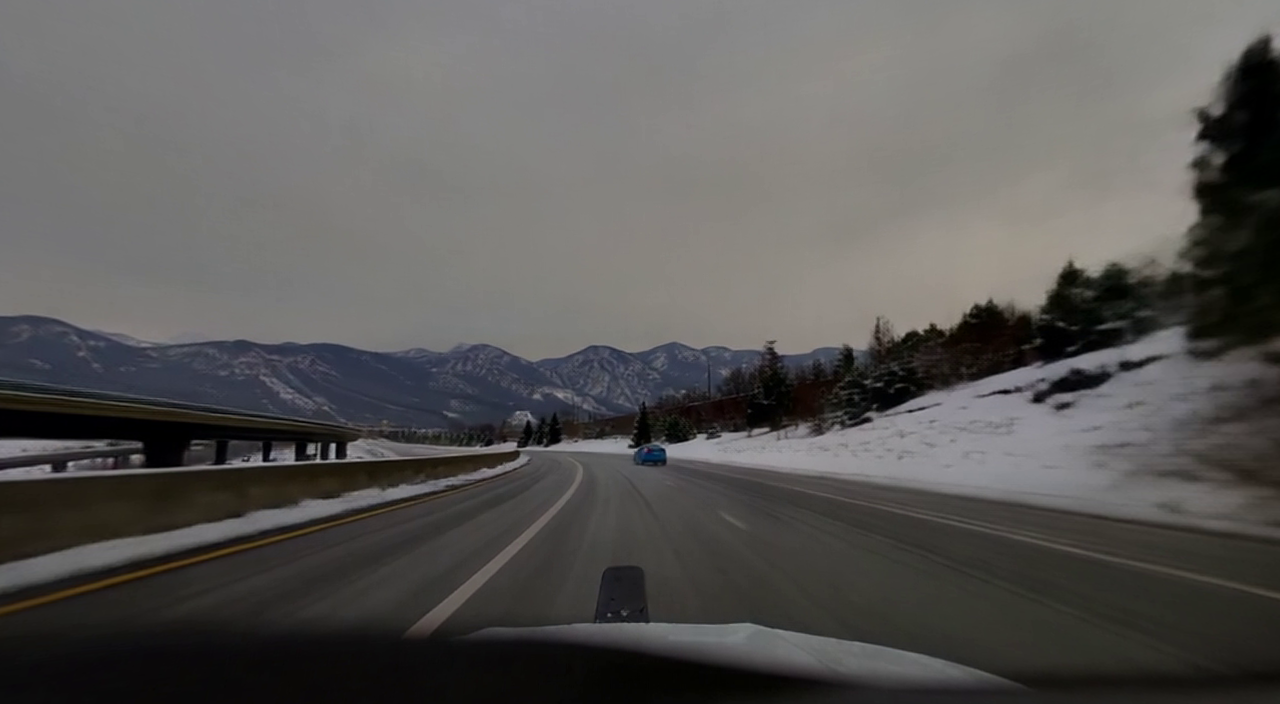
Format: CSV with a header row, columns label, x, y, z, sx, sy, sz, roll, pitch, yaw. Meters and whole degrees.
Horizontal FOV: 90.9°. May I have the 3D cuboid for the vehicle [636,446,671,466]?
label,x,y,z,sx,sy,sz,roll,pitch,yaw
vehicle,0.973,8.131,49.463,1.985,1.440,4.466,1,-9,-9
